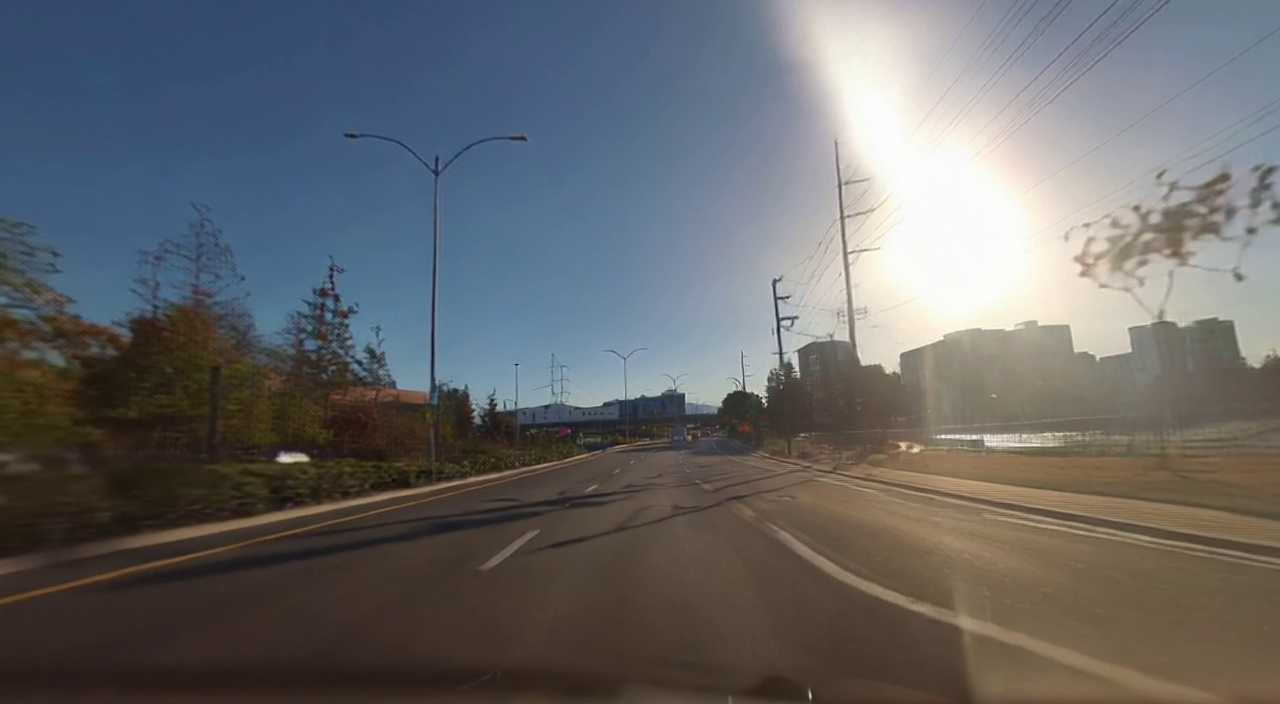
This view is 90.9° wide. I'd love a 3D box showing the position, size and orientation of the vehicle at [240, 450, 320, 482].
[{"bbox_3d":[-20.393,6.453,35.963,1.894,1.632,4.145,-1,-9,4],"label":"vehicle"}]
